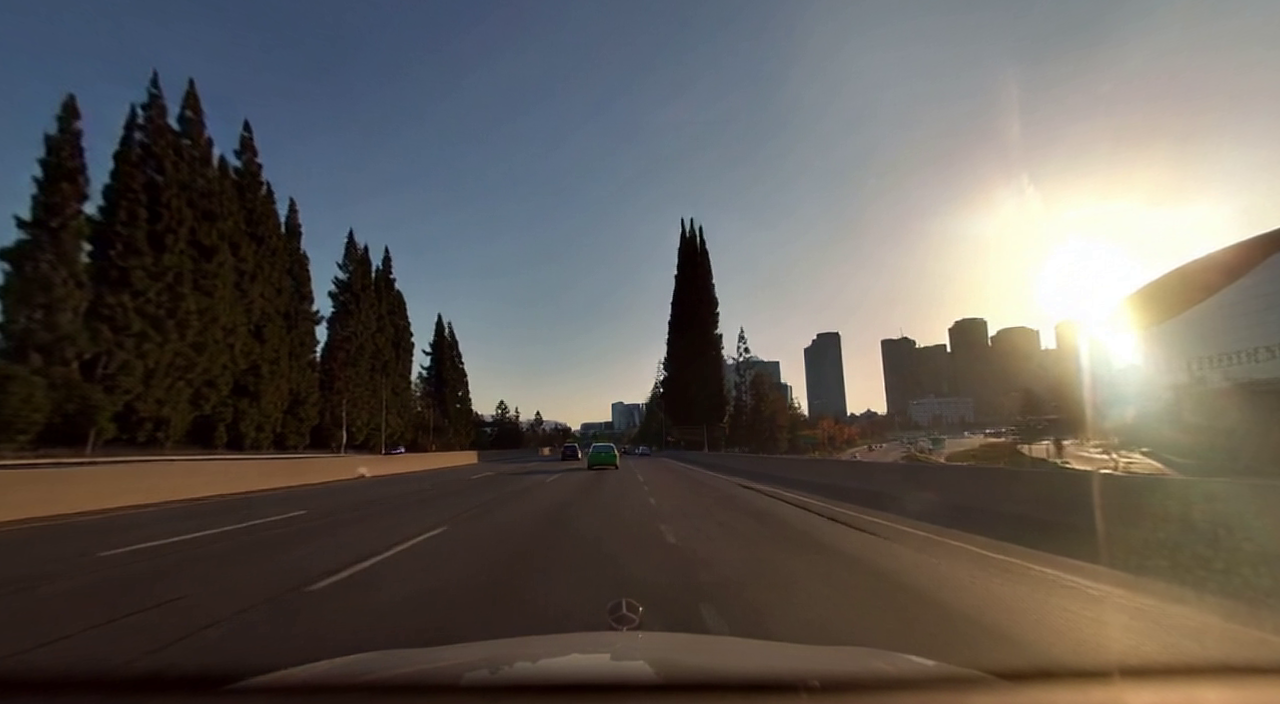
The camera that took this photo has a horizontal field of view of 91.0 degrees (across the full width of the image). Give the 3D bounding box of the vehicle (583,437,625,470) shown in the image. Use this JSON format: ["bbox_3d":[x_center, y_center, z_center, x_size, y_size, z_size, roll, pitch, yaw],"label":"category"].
[{"bbox_3d":[-2.100,6.082,37.872,2.302,1.810,4.707,0,-8,-1],"label":"vehicle"}]
